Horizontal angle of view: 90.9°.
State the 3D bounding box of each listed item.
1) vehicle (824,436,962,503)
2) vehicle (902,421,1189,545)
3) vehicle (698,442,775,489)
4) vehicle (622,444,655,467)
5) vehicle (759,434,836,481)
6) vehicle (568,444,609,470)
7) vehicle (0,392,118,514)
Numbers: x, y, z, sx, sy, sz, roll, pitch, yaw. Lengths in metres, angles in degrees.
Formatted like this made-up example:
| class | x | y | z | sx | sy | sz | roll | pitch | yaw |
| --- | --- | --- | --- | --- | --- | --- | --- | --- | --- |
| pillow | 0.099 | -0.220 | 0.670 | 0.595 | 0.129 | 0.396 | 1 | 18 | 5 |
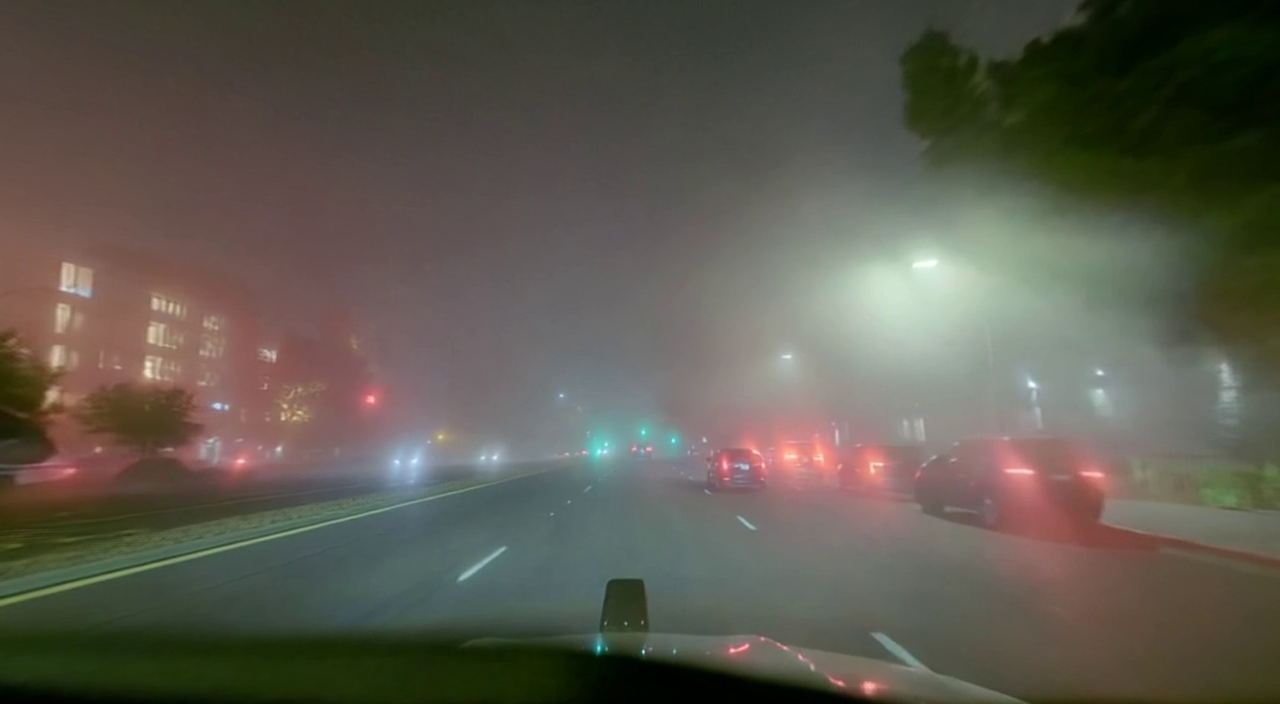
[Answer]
| class | x | y | z | sx | sy | sz | roll | pitch | yaw |
| --- | --- | --- | --- | --- | --- | --- | --- | --- | --- |
| vehicle | 6.914 | 3.243 | 17.807 | 2.072 | 1.631 | 4.246 | 0 | -9 | -1 |
| vehicle | 6.835 | 2.250 | 11.513 | 2.023 | 1.758 | 4.795 | 0 | -9 | 0 |
| vehicle | 3.285 | 3.953 | 22.382 | 1.990 | 1.486 | 4.431 | 0 | -9 | 0 |
| vehicle | -0.047 | 7.021 | 42.763 | 2.101 | 1.480 | 3.929 | 0 | -9 | 1 |
| vehicle | 6.916 | 4.672 | 28.215 | 2.215 | 1.909 | 4.875 | 0 | -9 | 1 |
| vehicle | -3.049 | 6.370 | 38.364 | 2.082 | 1.467 | 4.379 | 0 | -9 | 1 |
| vehicle | -19.185 | 2.696 | 16.742 | 2.780 | 3.339 | 8.934 | 0 | -9 | 1 |
